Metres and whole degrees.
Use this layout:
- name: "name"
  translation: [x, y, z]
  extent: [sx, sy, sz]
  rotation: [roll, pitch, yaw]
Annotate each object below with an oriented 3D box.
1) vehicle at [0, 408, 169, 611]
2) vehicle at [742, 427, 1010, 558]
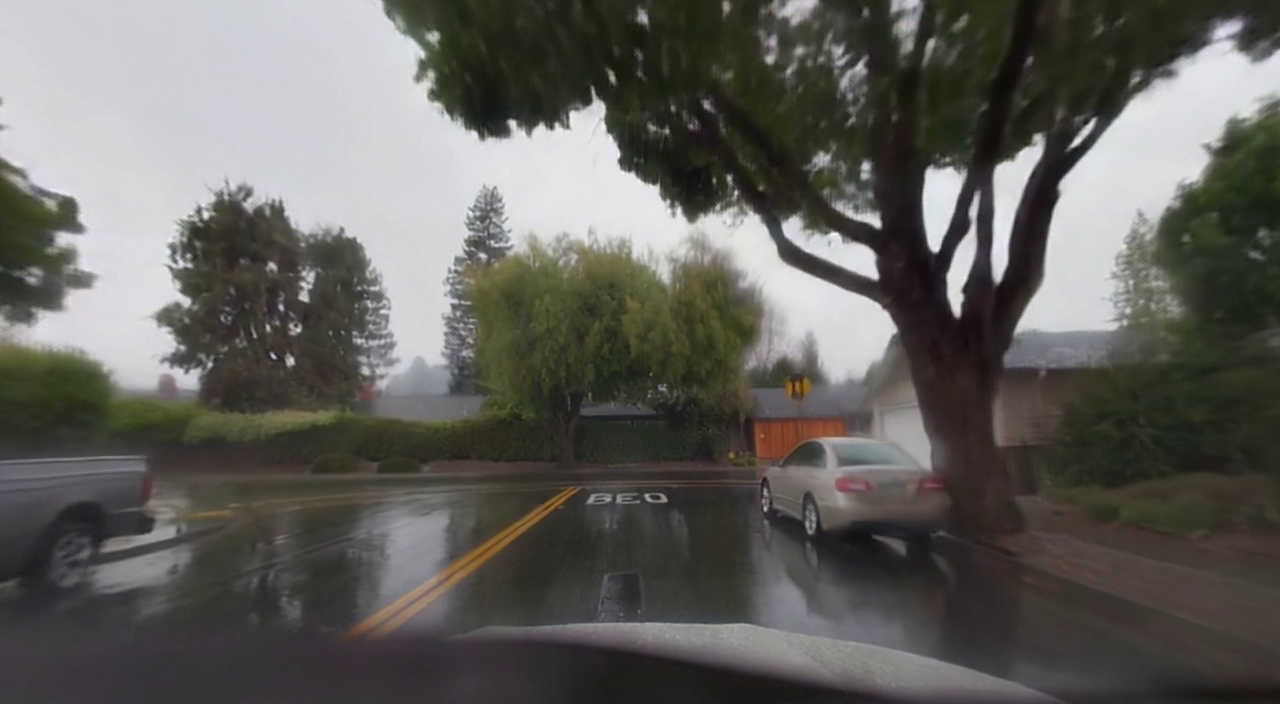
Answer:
- name: "vehicle"
  translation: [-6.902, 1.350, 4.881]
  extent: [2.225, 1.817, 5.731]
  rotation: [-2, -8, -1]
- name: "vehicle"
  translation: [3.072, 1.943, 9.555]
  extent: [2.167, 1.479, 4.597]
  rotation: [0, -8, -2]
